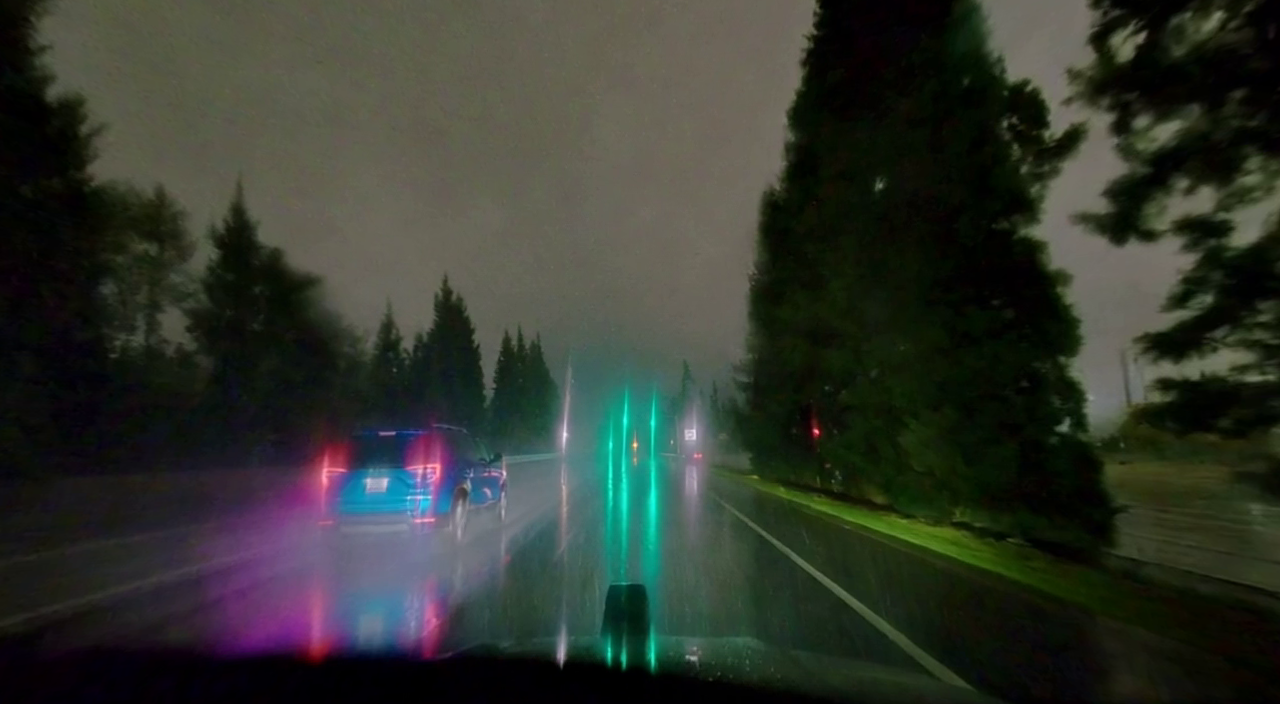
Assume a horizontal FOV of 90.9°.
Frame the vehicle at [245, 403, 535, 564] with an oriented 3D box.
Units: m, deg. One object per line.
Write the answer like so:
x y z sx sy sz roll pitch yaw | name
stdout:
-3.376 1.912 9.974 2.336 1.857 4.986 -1 -8 3 | vehicle
